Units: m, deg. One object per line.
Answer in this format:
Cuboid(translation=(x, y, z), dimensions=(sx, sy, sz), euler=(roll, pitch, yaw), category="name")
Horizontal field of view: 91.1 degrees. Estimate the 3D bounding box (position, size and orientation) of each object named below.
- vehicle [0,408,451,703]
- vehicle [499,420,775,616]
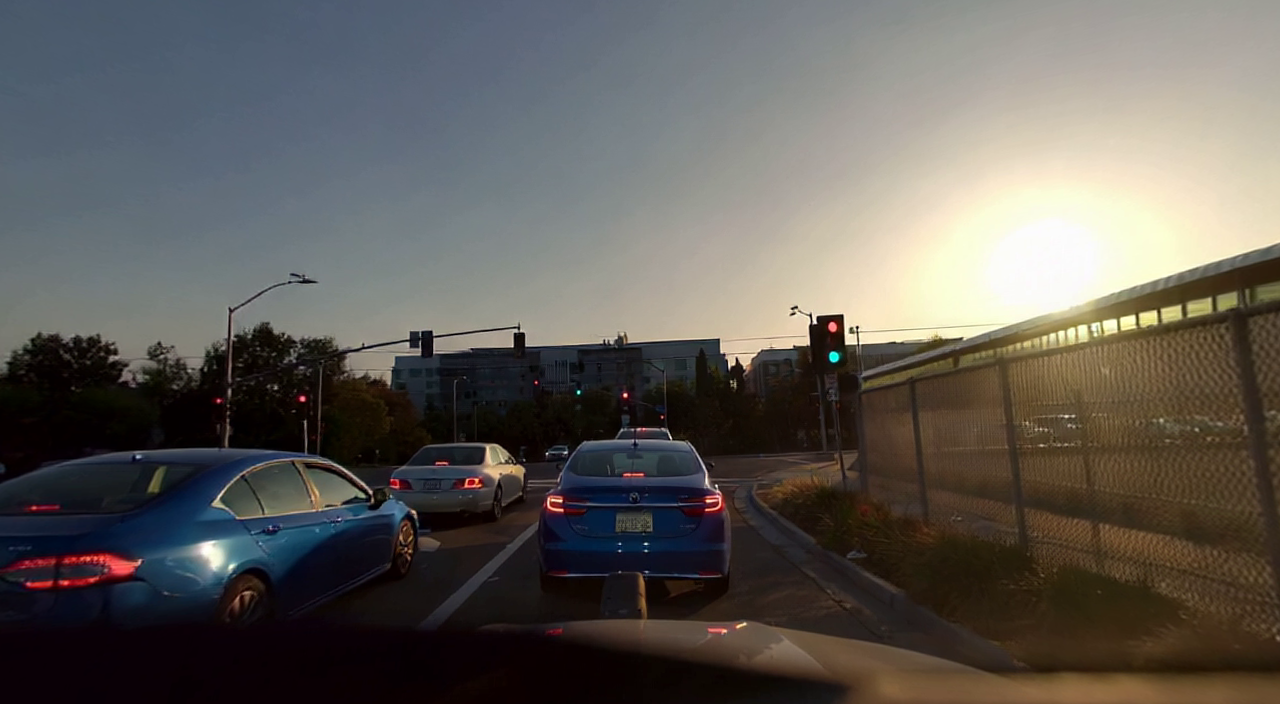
Cuboid(translation=(-3.211, 1.316, 4.857), dimensions=(1.971, 1.488, 4.581), euler=(0, -9, 1), category="vehicle")
Cuboid(translation=(-0.015, 1.601, 6.993), dimensions=(2.144, 1.514, 4.063), euler=(0, -9, 0), category="vehicle")
